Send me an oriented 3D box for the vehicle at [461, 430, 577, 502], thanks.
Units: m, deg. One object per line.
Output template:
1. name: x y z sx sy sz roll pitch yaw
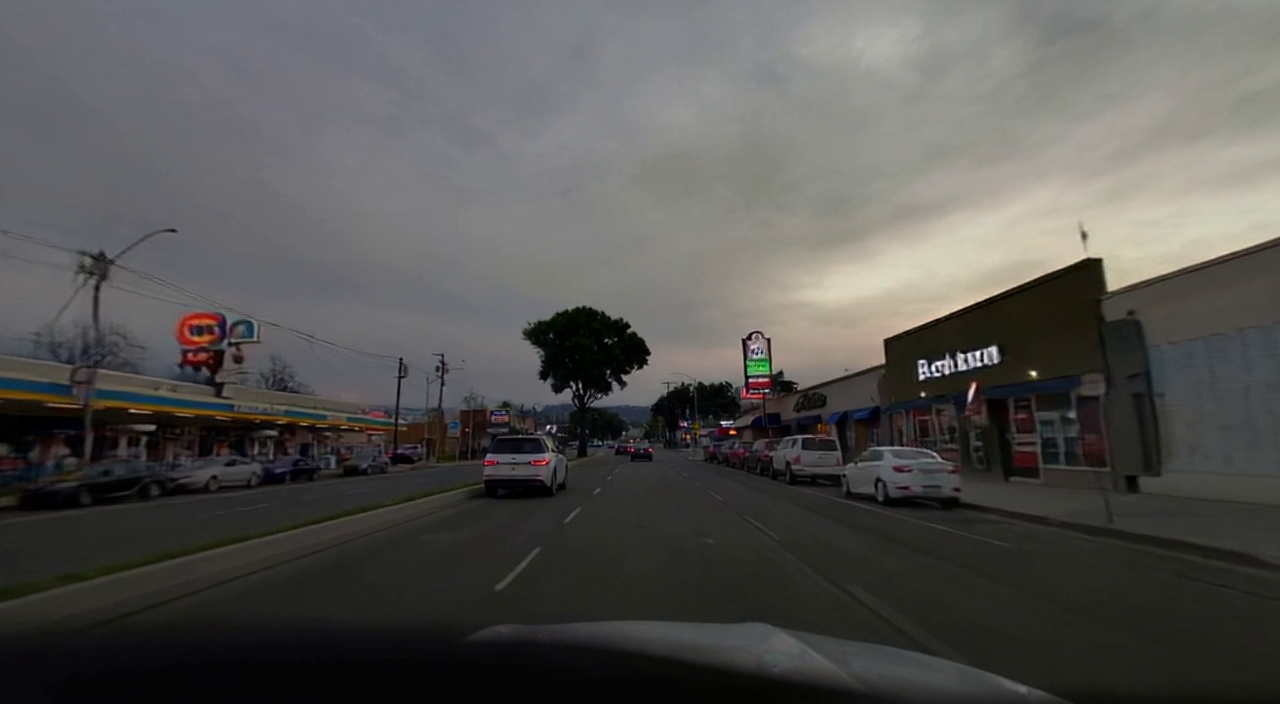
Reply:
1. vehicle: -3.033 2.987 16.910 2.049 1.646 4.445 -1 -9 3

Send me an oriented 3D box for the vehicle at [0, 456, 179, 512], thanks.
1. vehicle: -17.328 4.083 19.997 1.788 1.475 4.737 0 -9 0

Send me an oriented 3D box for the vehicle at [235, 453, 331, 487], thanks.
1. vehicle: -17.176 5.660 30.641 2.046 1.458 4.539 0 -9 0

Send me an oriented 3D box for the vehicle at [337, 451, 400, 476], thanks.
1. vehicle: -17.114 7.051 40.002 1.894 1.458 4.565 0 -9 1

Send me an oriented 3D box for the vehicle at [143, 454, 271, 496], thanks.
1. vehicle: -17.247 4.890 25.432 1.800 1.470 4.548 -1 -9 2

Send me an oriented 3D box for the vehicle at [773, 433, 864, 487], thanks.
1. vehicle: 6.765 4.160 24.627 2.005 1.858 5.253 0 -9 0

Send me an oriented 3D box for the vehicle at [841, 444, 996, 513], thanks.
1. vehicle: 6.727 3.064 15.825 1.871 1.478 4.272 0 -9 -1

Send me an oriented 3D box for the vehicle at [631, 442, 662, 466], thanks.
1. vehicle: 0.413 6.863 42.495 2.037 1.484 4.073 0 -9 0
